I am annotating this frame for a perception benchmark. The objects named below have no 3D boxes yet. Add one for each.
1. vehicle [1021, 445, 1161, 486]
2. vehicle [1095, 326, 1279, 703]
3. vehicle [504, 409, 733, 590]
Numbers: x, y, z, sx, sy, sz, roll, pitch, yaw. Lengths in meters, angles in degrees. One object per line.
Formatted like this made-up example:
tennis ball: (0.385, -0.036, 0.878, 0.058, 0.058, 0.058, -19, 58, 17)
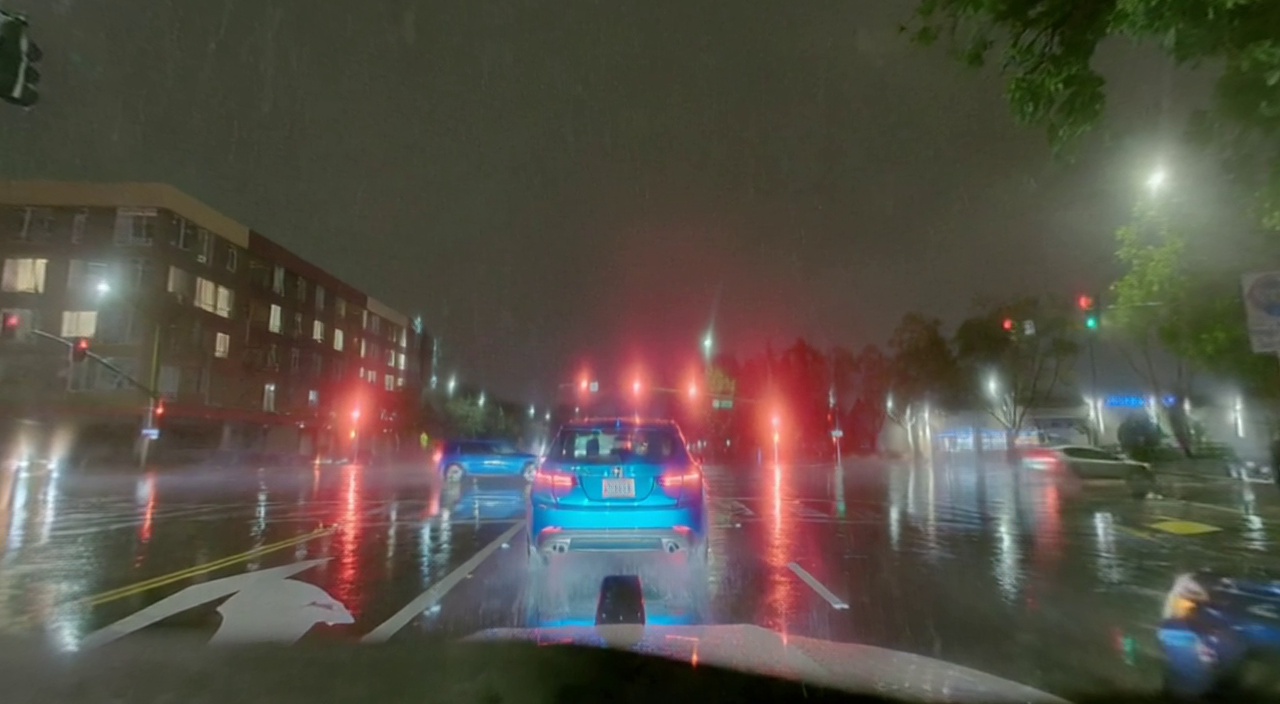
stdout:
vehicle: (20.278, 5.101, 28.530, 4.912, 1.731, 2.022, 1, -8, -6)
vehicle: (3.379, 0.607, 0.858, 1.995, 1.787, 4.810, 2, -8, 1)
vehicle: (-0.226, 1.623, 7.758, 2.066, 1.618, 3.922, 0, -8, -1)
